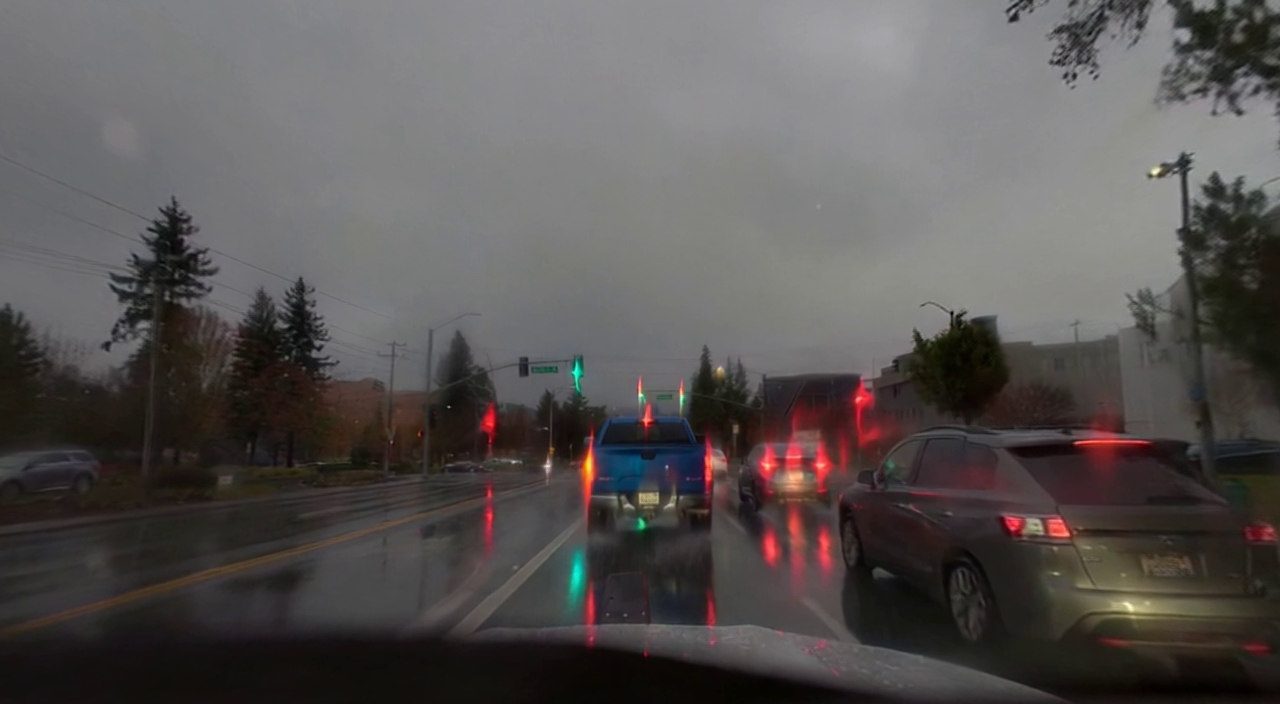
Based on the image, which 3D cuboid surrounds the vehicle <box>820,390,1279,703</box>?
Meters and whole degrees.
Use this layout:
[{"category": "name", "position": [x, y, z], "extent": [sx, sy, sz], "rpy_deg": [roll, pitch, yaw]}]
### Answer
[{"category": "vehicle", "position": [3.318, 1.367, 5.106], "extent": [2.155, 1.667, 5.162], "rpy_deg": [0, -8, 0]}]

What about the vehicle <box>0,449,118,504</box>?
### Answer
[{"category": "vehicle", "position": [-21.733, 4.384, 22.703], "extent": [2.062, 1.764, 4.508], "rpy_deg": [0, -8, -2]}]

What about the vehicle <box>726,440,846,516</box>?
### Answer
[{"category": "vehicle", "position": [3.474, 3.070, 15.932], "extent": [1.957, 1.646, 4.355], "rpy_deg": [0, -8, 0]}]

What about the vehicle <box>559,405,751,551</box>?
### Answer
[{"category": "vehicle", "position": [0.217, 2.153, 11.519], "extent": [2.636, 2.011, 5.425], "rpy_deg": [0, -8, 0]}]
